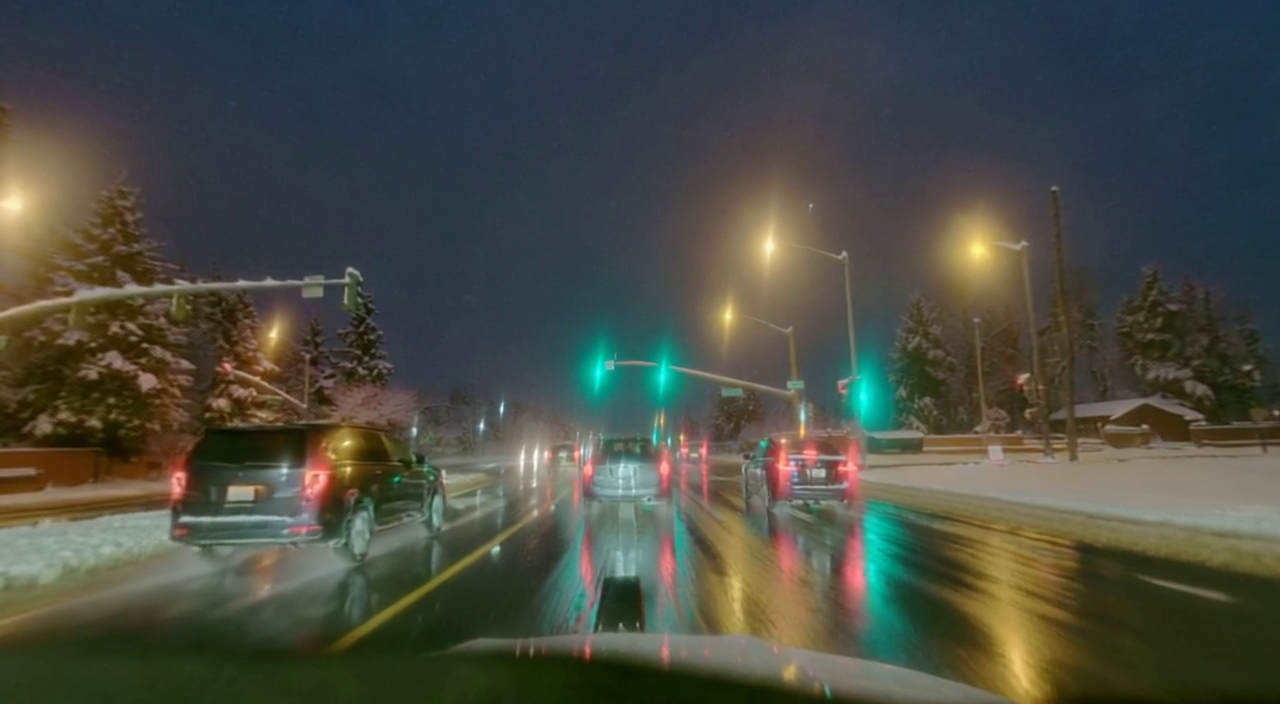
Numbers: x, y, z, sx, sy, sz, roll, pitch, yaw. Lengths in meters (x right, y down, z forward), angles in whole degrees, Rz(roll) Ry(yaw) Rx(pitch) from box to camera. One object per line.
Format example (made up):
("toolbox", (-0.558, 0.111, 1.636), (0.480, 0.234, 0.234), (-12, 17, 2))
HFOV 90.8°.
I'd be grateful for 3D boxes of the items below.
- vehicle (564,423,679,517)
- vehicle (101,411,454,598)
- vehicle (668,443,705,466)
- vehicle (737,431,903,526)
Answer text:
("vehicle", (-0.369, 2.522, 13.981), (2.150, 1.725, 4.096), (0, -8, 0))
("vehicle", (-3.777, 1.632, 7.613), (1.823, 1.602, 4.061), (0, -8, 0))
("vehicle", (3.181, 7.129, 43.998), (2.171, 1.469, 4.420), (0, -8, -1))
("vehicle", (3.314, 2.411, 12.605), (2.068, 1.541, 4.041), (0, -8, -1))
